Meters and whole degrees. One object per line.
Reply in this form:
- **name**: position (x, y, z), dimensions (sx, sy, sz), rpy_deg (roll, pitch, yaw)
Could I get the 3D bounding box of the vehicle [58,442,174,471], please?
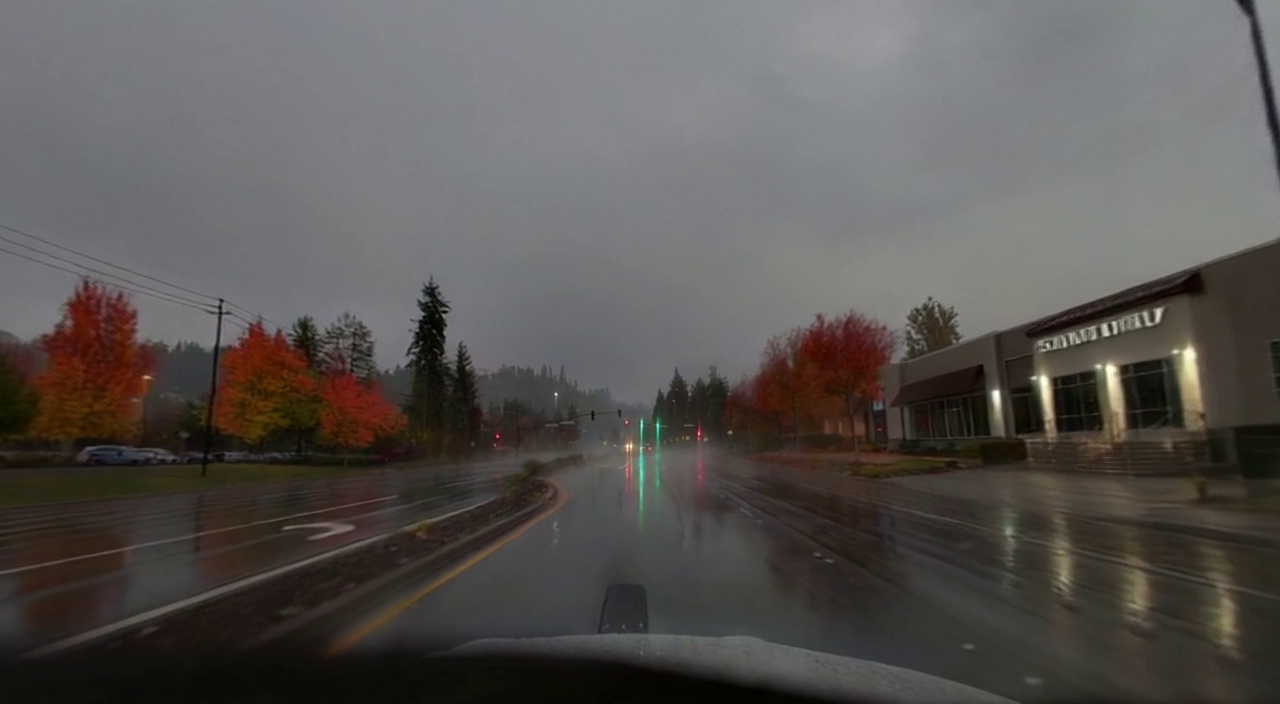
- **vehicle**: position (-30.410, 6.124, 36.733), dimensions (4.706, 1.457, 1.999), rpy_deg (3, -11, -5)
